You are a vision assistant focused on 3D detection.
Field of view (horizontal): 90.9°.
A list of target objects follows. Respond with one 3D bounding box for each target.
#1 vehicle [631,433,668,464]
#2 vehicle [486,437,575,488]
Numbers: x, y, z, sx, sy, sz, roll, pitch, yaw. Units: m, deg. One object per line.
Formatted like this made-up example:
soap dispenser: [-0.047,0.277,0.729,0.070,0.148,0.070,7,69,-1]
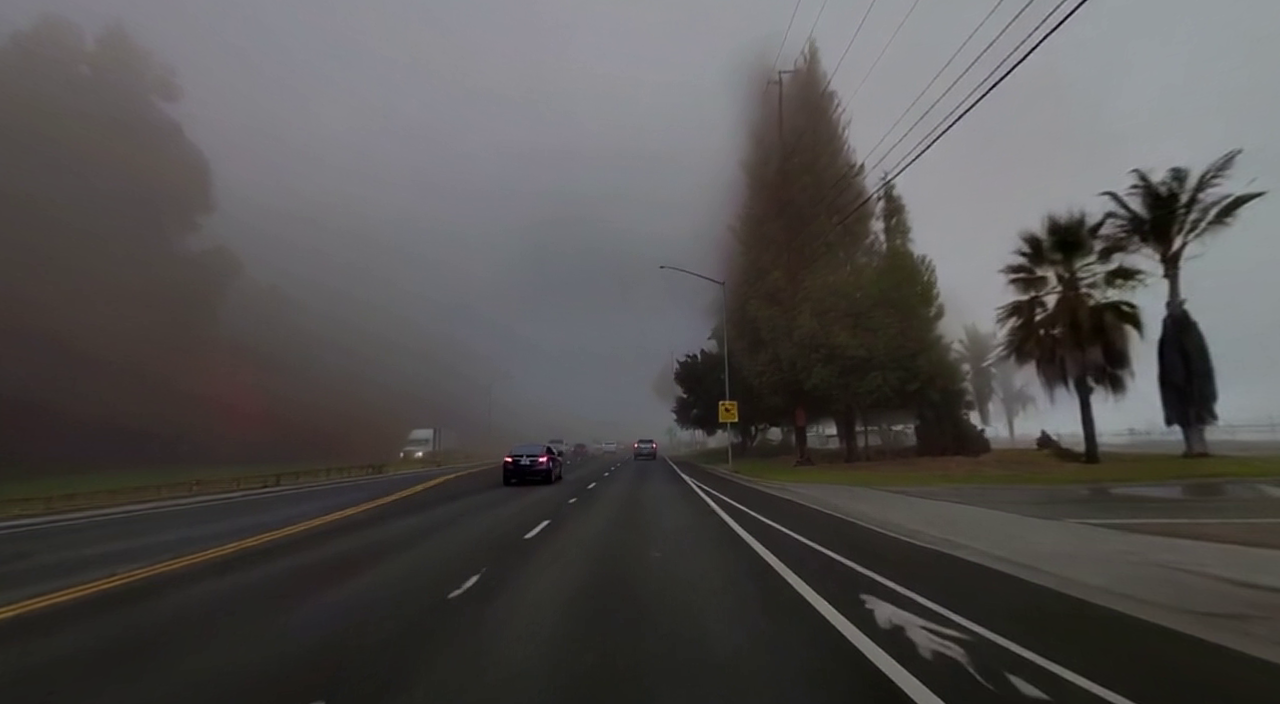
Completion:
vehicle: [0.579,5.875,38.491,2.155,1.781,3.977,0,-9,0]
vehicle: [-3.375,3.502,20.283,1.982,1.451,4.152,0,-9,2]
